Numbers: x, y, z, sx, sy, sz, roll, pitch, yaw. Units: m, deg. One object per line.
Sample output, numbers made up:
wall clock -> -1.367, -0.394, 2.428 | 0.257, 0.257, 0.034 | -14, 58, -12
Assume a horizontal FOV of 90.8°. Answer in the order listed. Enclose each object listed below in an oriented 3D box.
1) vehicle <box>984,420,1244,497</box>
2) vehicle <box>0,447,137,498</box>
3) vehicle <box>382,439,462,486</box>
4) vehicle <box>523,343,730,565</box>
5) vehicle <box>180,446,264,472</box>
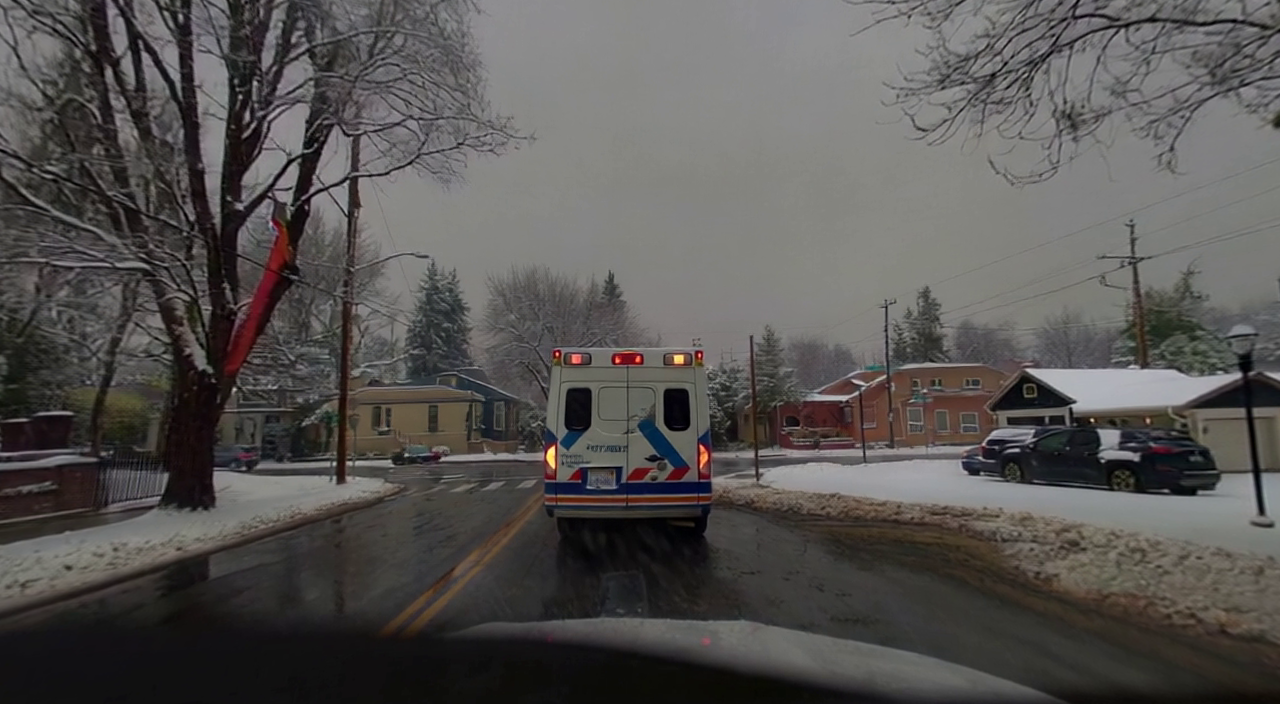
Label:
vehicle -> 13.088, 2.995, 17.926 | 5.270, 1.966, 2.329 | -2, -9, 11
vehicle -> -18.893, 3.758, 19.847 | 4.412, 1.468, 1.914 | 0, -8, -3
vehicle -> -9.289, 4.573, 26.609 | 2.290, 1.776, 4.947 | 4, -10, -28
vehicle -> -0.180, 1.595, 10.342 | 2.444, 2.640, 5.482 | 0, -8, 0
vehicle -> -29.656, 7.582, 45.023 | 4.616, 1.738, 1.974 | 3, -9, -23
